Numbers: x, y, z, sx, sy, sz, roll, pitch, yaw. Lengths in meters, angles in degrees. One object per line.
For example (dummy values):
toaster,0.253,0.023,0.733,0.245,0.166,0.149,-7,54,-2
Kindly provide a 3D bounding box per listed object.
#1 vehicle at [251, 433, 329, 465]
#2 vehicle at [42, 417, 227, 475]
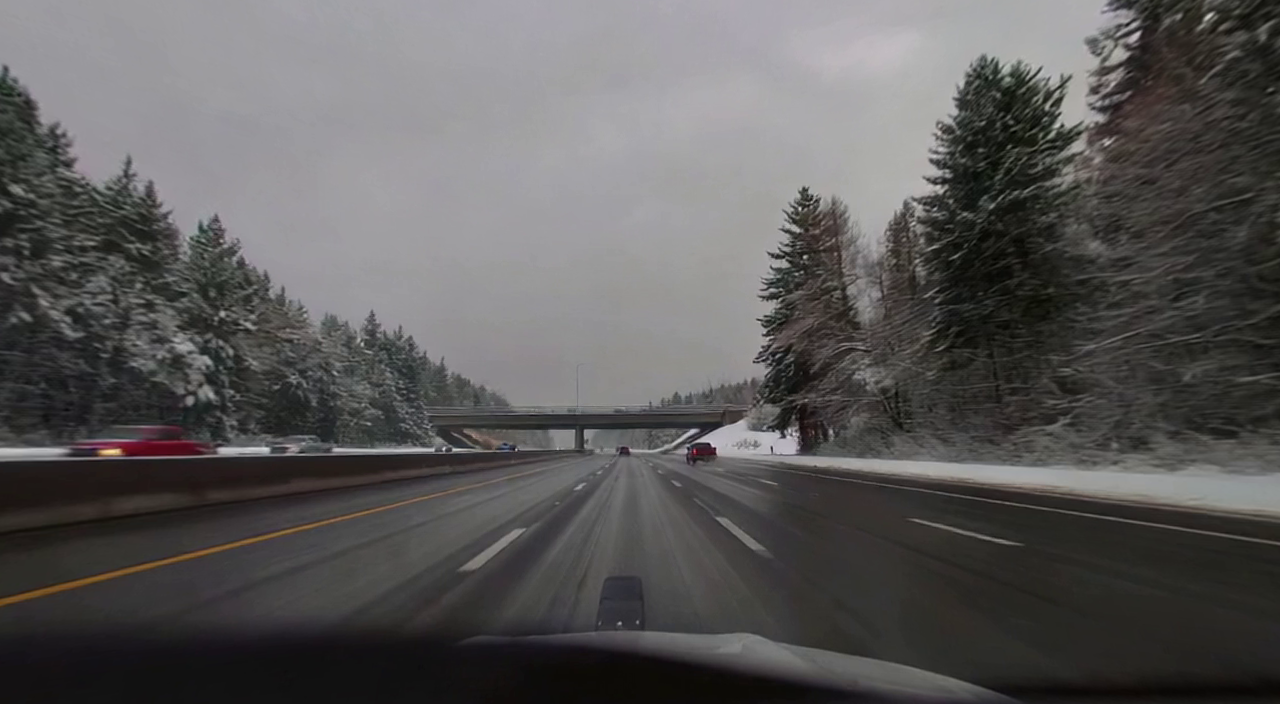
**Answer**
vehicle,-20.211,5.629,36.729,1.963,1.704,4.515,0,-9,-1
vehicle,-16.579,3.159,21.182,2.063,1.703,4.992,0,-9,0
